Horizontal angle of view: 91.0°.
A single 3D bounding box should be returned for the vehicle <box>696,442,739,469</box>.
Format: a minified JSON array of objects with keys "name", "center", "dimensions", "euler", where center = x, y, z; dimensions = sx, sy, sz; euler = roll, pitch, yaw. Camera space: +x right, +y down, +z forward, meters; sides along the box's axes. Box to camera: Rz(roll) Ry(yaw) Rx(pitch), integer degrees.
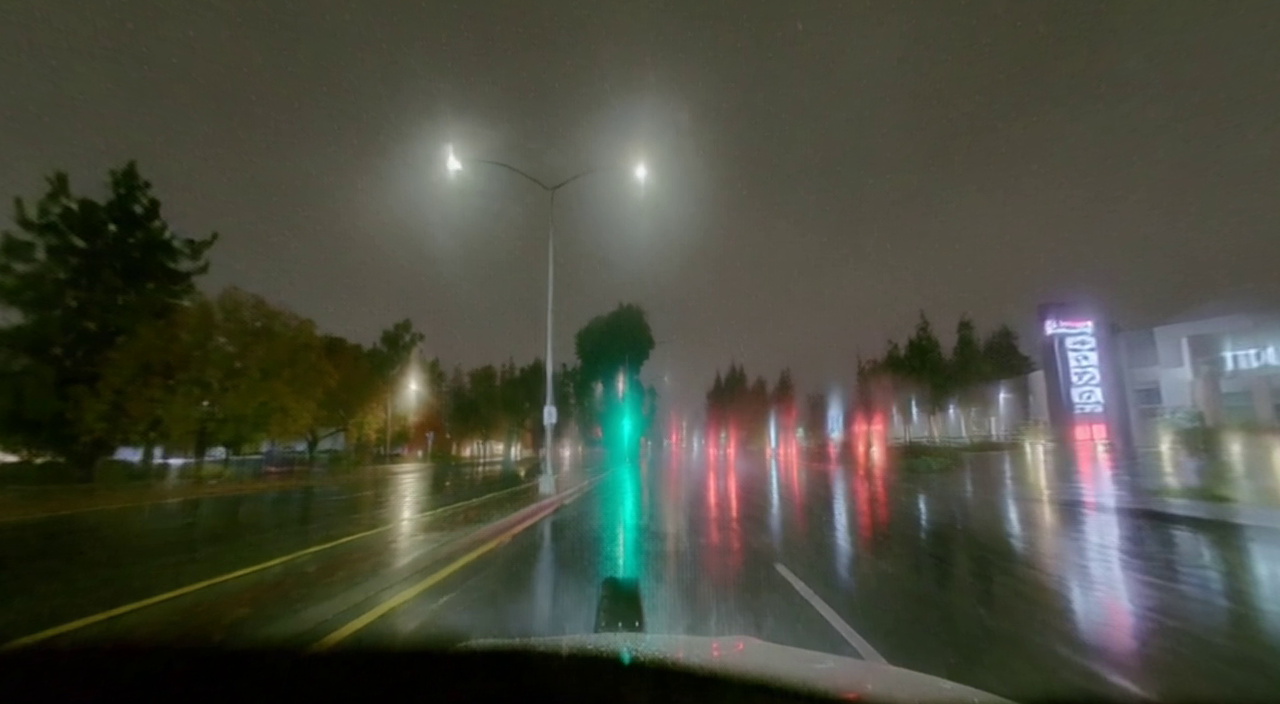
[{"name":"vehicle","center":[4.463,6.044,37.010],"dimensions":[2.015,1.479,4.444],"euler":[0,-9,0]}]
